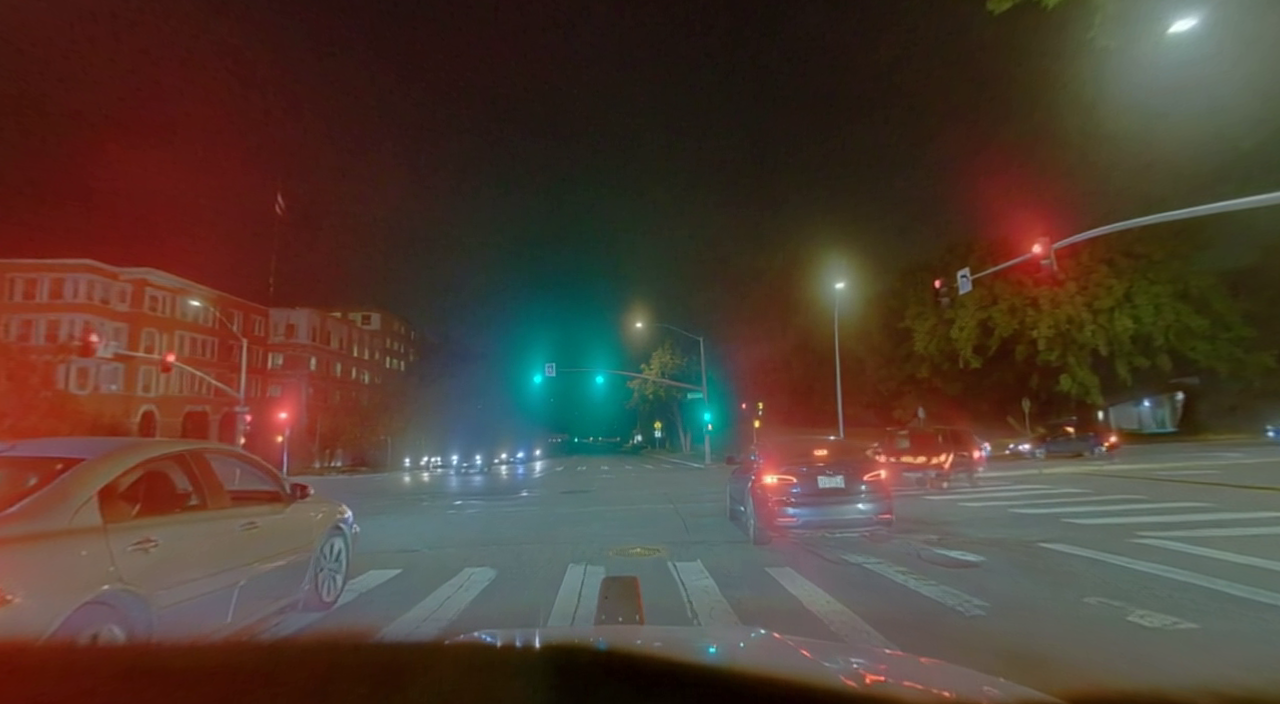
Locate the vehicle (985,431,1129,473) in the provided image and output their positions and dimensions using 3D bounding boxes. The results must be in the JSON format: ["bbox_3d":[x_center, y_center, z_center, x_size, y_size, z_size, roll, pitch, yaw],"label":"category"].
[{"bbox_3d":[15.703,3.784,23.944,4.181,1.483,1.831,0,-8,-3],"label":"vehicle"}]

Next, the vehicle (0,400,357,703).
[{"bbox_3d":[-3.072,0.950,2.358,1.919,1.478,4.720,0,-8,-1],"label":"vehicle"}]

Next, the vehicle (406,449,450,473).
[{"bbox_3d":[-16.419,8.427,49.190,2.100,1.764,4.151,0,-8,-2],"label":"vehicle"}]

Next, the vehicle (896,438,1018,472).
[{"bbox_3d":[14.909,4.840,29.871,4.660,1.495,2.007,0,-8,-2],"label":"vehicle"}]

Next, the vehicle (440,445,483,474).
[{"bbox_3d":[-12.883,7.724,45.823,2.051,1.715,4.346,-2,-6,-2],"label":"vehicle"}]
